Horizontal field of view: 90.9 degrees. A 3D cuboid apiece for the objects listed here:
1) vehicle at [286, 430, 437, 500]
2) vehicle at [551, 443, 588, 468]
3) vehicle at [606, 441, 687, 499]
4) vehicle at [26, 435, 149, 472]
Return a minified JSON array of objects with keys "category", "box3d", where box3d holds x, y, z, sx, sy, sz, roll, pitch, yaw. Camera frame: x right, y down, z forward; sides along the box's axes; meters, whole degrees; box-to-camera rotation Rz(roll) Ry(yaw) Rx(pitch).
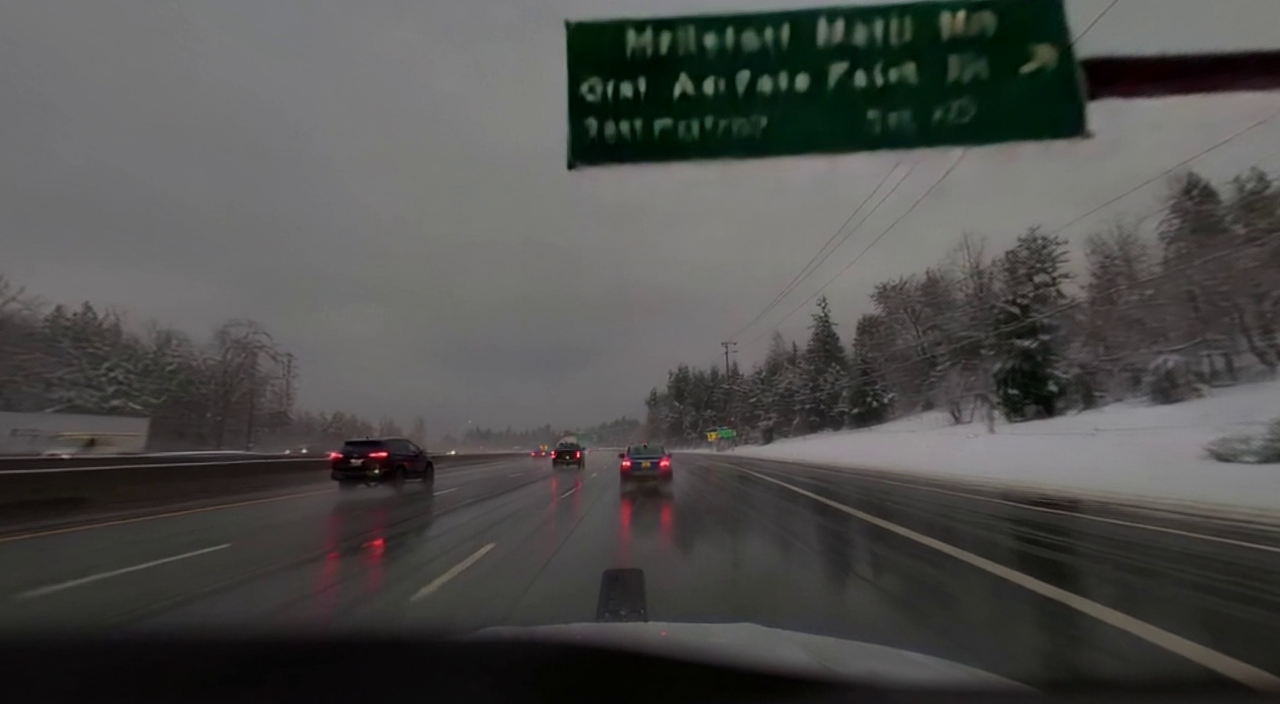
[{"category":"vehicle","box3d":[-7.994,3.296,18.790,2.206,1.788,4.914,0,-8,0]},{"category":"vehicle","box3d":[-5.153,7.581,46.424,2.289,1.777,4.534,0,-8,-1]},{"category":"vehicle","box3d":[0.099,3.359,18.386,2.082,1.482,4.126,0,-8,-2]},{"category":"vehicle","box3d":[-31.518,5.799,36.285,2.198,1.939,5.613,0,-8,-3]}]
